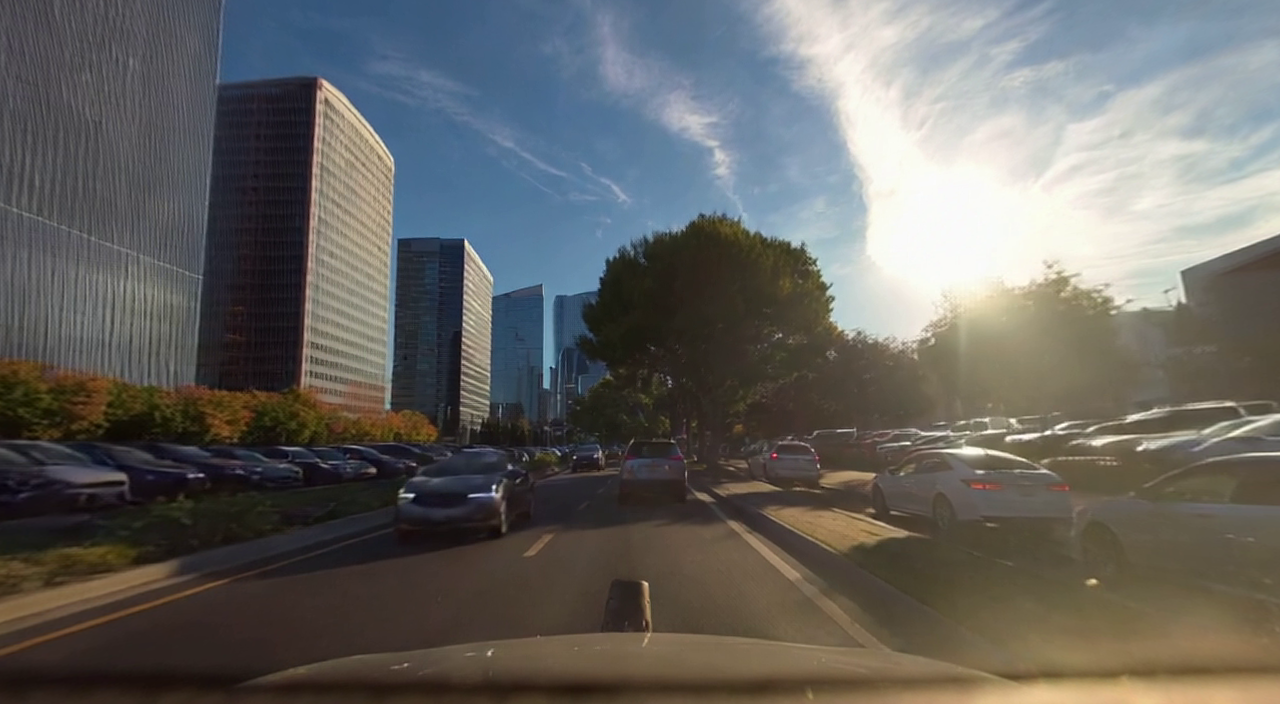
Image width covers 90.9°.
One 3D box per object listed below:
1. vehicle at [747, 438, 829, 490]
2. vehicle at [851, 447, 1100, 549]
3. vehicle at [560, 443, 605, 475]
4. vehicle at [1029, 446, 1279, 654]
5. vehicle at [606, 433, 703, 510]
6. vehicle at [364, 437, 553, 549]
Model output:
[{"bbox_3d":[5.668,4.336,24.812,2.059,1.813,4.637,0,-8,-1],"label":"vehicle"},{"bbox_3d":[5.683,2.481,11.596,1.852,1.452,4.852,0,-8,-1],"label":"vehicle"},{"bbox_3d":[-3.281,6.235,37.023,2.167,1.717,4.448,0,-9,1],"label":"vehicle"},{"bbox_3d":[5.521,1.509,5.078,1.809,1.478,4.623,0,-8,0],"label":"vehicle"},{"bbox_3d":[0.346,2.892,15.697,2.105,1.653,3.887,0,-8,1],"label":"vehicle"},{"bbox_3d":[-2.795,2.259,10.810,1.979,1.534,4.076,0,-8,1],"label":"vehicle"}]
